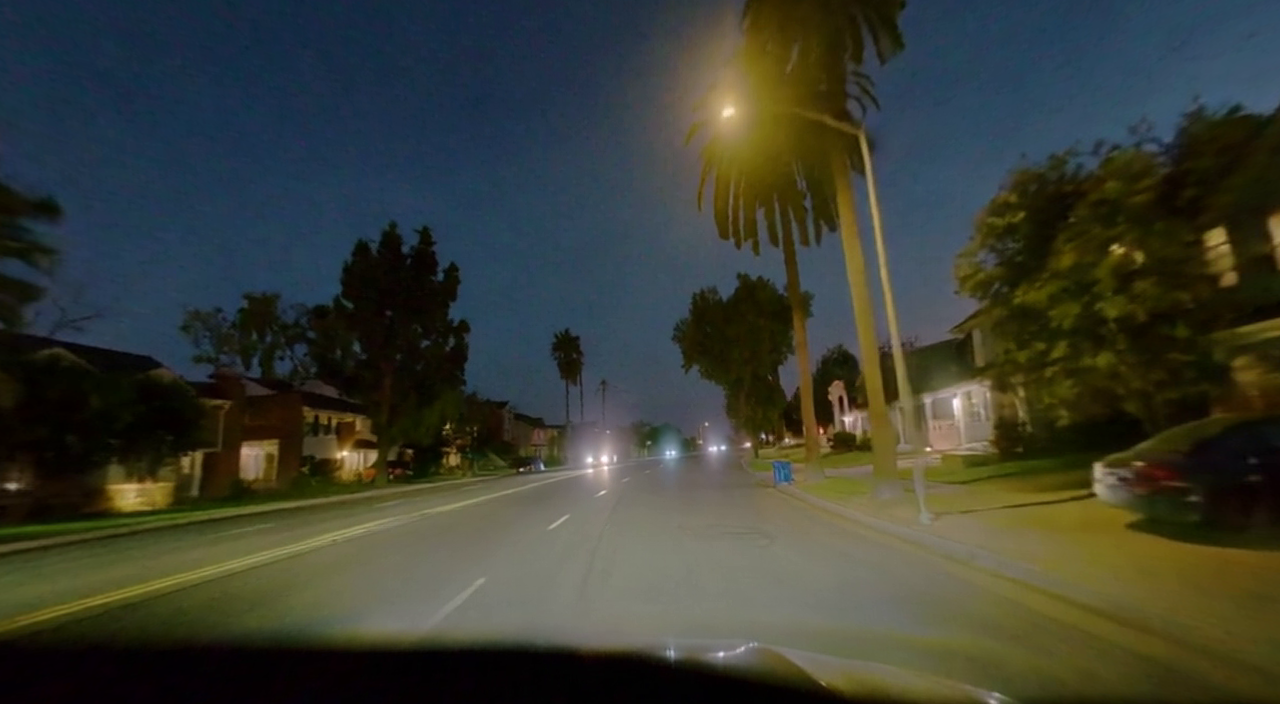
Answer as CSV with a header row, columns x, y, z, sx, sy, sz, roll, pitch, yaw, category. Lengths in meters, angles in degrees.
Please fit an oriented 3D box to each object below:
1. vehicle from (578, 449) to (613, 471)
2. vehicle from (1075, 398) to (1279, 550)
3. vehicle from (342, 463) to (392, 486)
x,y,z,sx,sy,sz,roll,pitch,yaw,category
-3.461,8.428,49.486,1.746,1.503,4.400,-6,-9,7,vehicle
8.681,1.505,8.136,4.646,1.687,1.975,0,-8,-1,vehicle
-20.487,9.131,47.365,1.862,1.477,4.461,8,-12,-44,vehicle
